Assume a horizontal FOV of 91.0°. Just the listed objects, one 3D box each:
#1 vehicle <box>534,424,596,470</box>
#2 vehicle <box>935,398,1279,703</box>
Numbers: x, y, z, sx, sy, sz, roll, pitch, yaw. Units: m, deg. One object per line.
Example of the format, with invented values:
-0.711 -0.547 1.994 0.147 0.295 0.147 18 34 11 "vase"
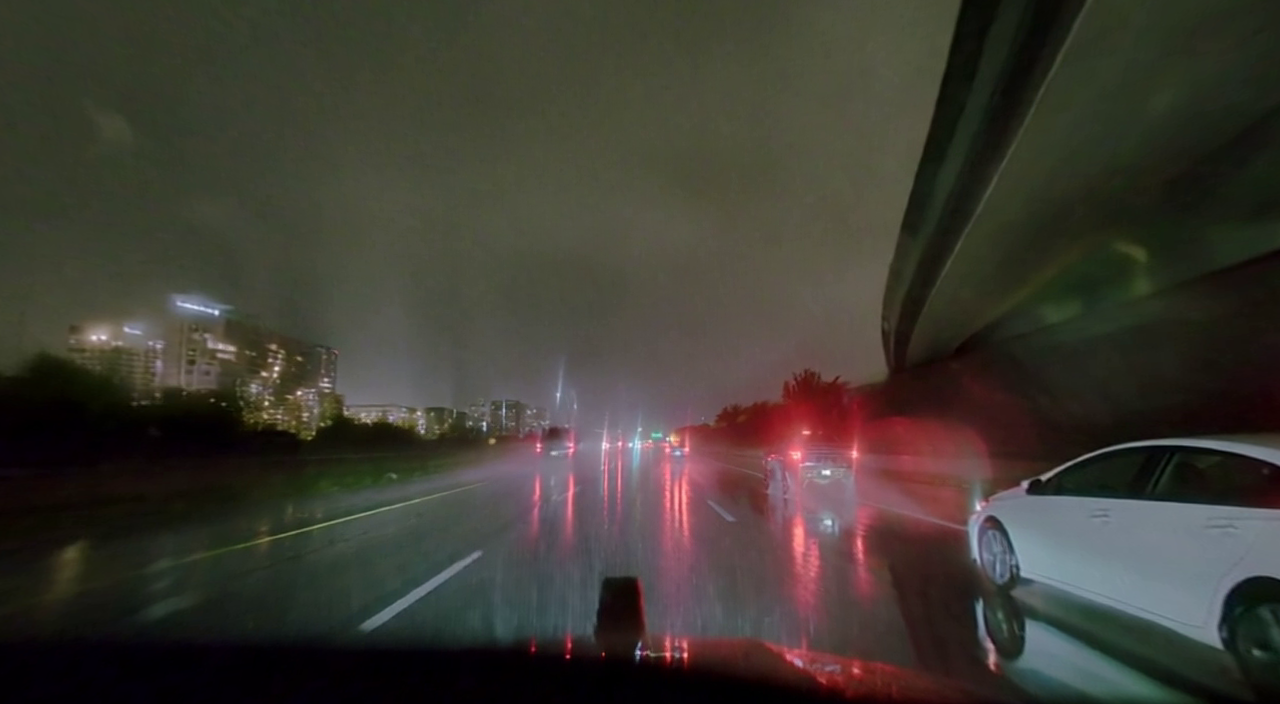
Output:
-3.929 5.154 34.116 2.496 2.203 6.317 0 -9 1 "vehicle"
3.600 1.034 2.986 2.047 1.532 4.884 0 -9 0 "vehicle"
